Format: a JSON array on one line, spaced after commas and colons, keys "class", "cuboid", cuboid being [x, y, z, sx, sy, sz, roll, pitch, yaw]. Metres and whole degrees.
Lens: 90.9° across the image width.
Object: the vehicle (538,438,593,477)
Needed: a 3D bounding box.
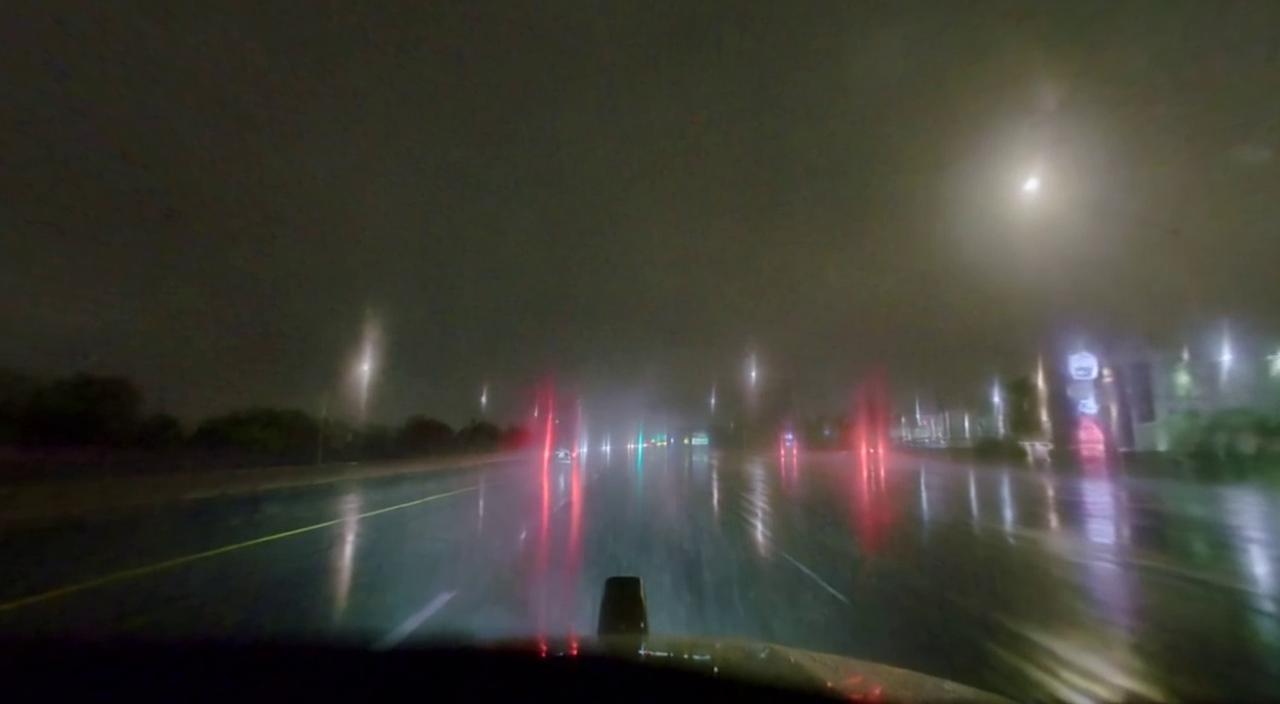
[{"class": "vehicle", "cuboid": [-3.513, 5.070, 30.522, 2.072, 1.706, 4.359, 0, -8, 1]}]
